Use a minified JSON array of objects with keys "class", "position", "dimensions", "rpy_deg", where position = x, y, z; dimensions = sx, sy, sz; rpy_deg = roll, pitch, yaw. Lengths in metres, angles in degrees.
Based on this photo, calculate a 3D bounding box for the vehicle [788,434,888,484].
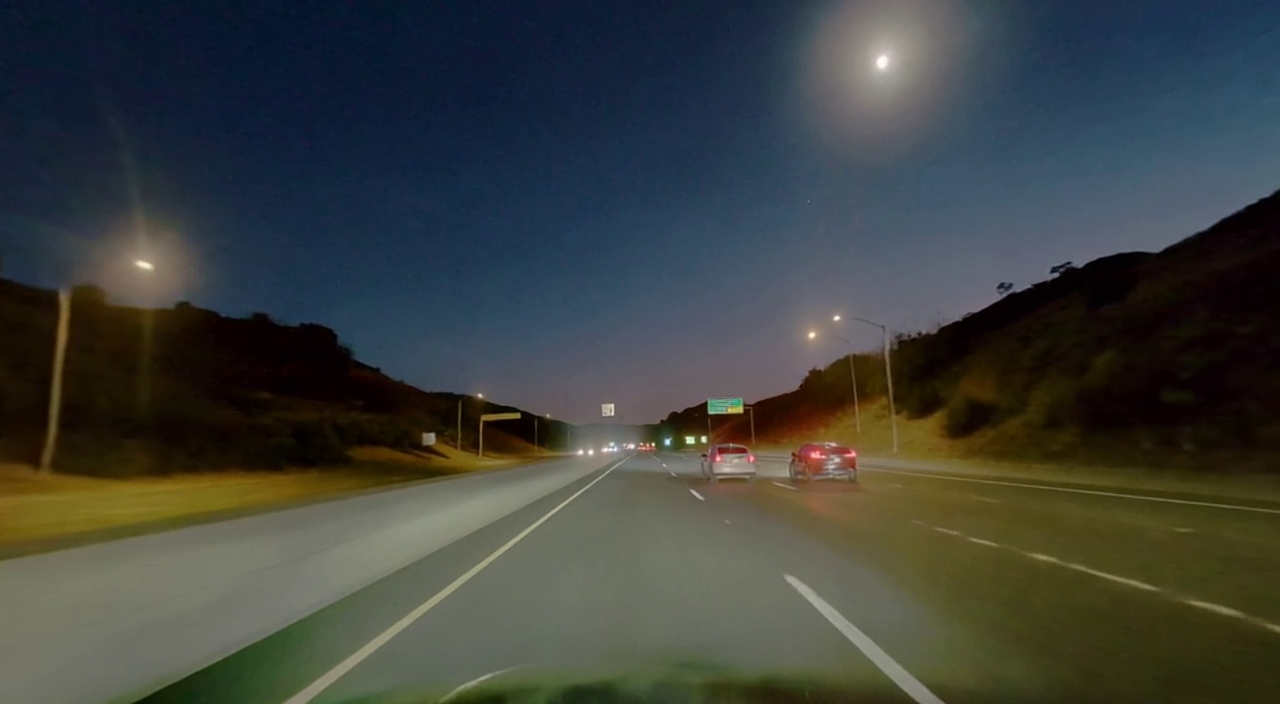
[{"class":"vehicle","position":[6.807,3.725,22.283],"dimensions":[1.988,1.530,4.777],"rpy_deg":[0,-8,0]}]

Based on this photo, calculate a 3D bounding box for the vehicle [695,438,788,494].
[{"class":"vehicle","position":[2.870,3.336,18.828],"dimensions":[2.044,1.444,4.216],"rpy_deg":[0,-8,-1]}]
